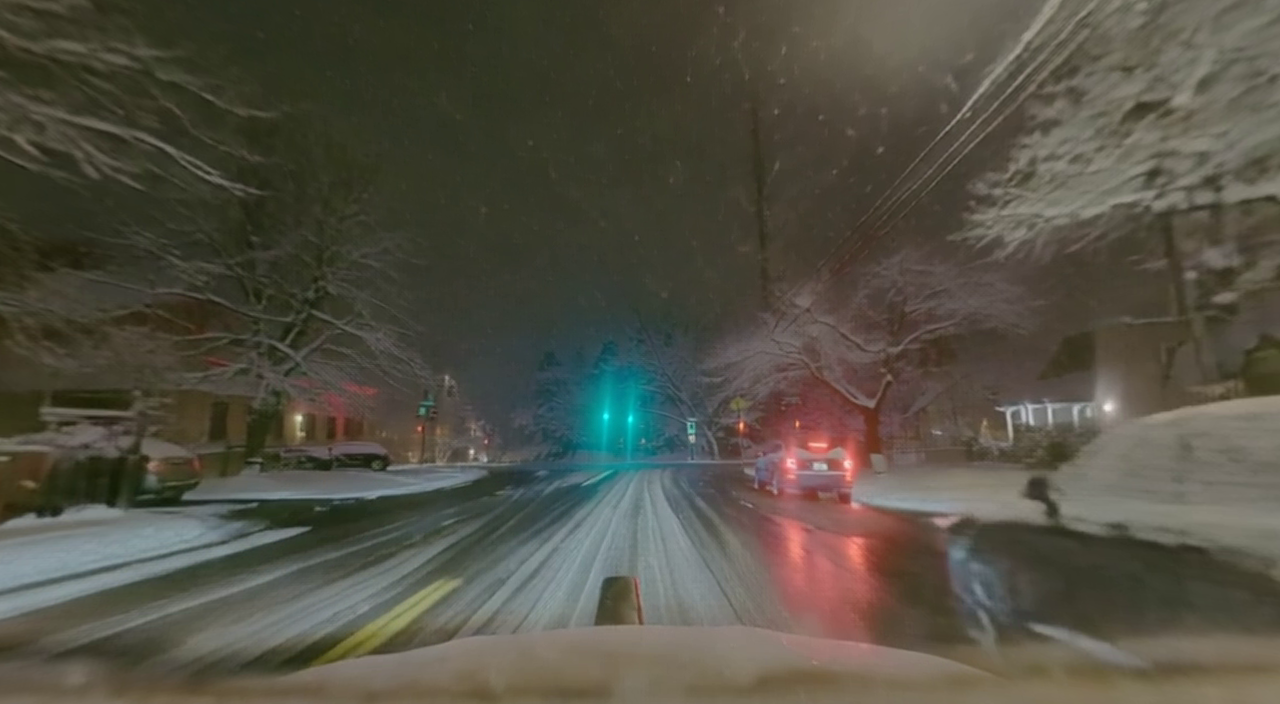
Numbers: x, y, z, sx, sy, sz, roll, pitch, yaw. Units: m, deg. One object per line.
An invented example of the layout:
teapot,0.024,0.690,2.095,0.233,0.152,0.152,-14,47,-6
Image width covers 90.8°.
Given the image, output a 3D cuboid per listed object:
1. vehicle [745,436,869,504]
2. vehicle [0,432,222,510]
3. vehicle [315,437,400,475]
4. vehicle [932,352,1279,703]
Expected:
vehicle,4.091,2.954,16.370,2.065,1.478,4.828,0,-8,2
vehicle,-13.632,3.001,16.192,4.379,1.822,2.038,-1,-8,3
vehicle,-13.313,4.927,30.057,2.003,1.637,4.297,0,-8,0
vehicle,3.089,0.838,2.248,2.037,1.595,4.536,0,-8,2
